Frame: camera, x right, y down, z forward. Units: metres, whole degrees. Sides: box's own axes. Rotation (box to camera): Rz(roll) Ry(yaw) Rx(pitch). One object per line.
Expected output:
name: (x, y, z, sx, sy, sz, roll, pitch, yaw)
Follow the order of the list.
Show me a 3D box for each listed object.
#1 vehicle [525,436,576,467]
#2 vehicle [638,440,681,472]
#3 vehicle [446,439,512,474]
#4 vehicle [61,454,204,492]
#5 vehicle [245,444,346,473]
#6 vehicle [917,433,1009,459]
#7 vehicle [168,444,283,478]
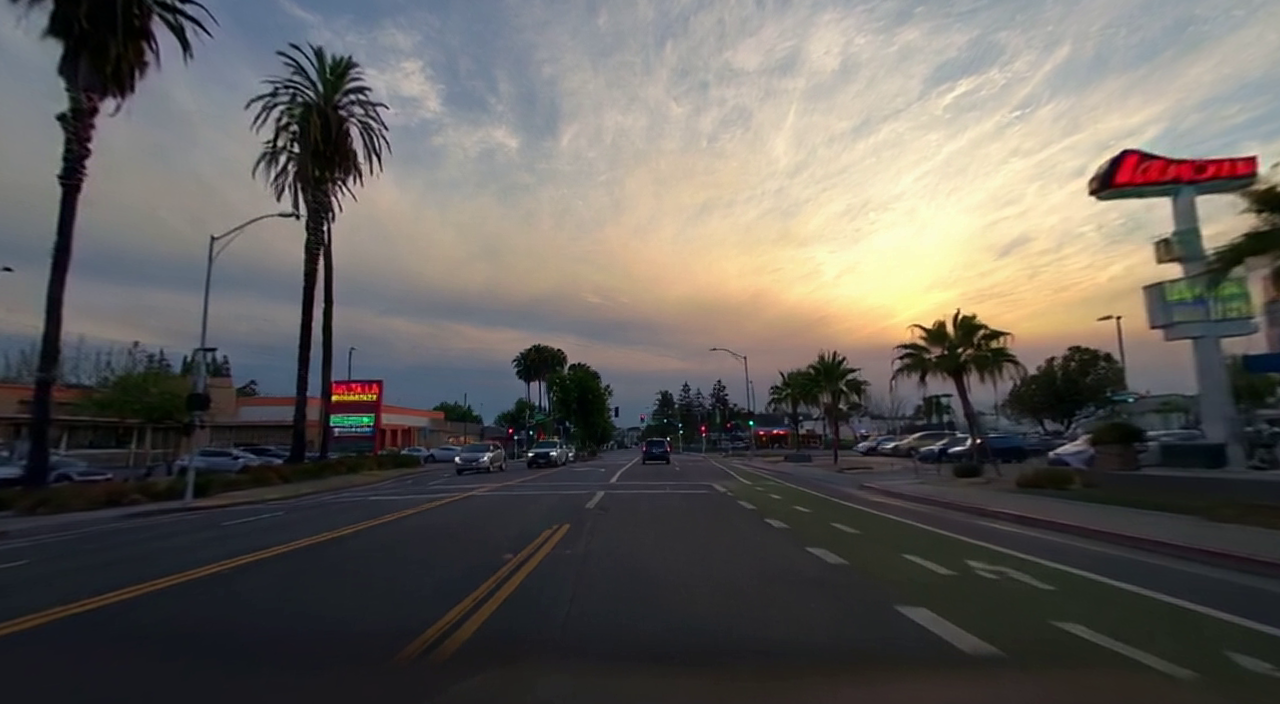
vehicle: (-5.962, 6.730, 42.698, 2.551, 1.995, 5.615, 0, -9, 1)
vehicle: (0.948, 5.315, 32.418, 2.065, 1.507, 4.225, 0, -9, 1)
vehicle: (-9.793, 6.394, 38.841, 2.328, 1.976, 5.915, 0, -8, 2)
vehicle: (-21.814, 5.211, 27.195, 4.552, 1.389, 1.779, -2, -11, -2)
vehicle: (-21.413, 6.655, 39.282, 5.050, 1.758, 2.134, 0, -9, 2)
vehicle: (18.098, 5.302, 35.403, 4.140, 1.422, 1.869, 0, -9, -2)
vehicle: (-21.750, 5.735, 33.146, 4.498, 1.729, 2.102, 0, -9, 0)
